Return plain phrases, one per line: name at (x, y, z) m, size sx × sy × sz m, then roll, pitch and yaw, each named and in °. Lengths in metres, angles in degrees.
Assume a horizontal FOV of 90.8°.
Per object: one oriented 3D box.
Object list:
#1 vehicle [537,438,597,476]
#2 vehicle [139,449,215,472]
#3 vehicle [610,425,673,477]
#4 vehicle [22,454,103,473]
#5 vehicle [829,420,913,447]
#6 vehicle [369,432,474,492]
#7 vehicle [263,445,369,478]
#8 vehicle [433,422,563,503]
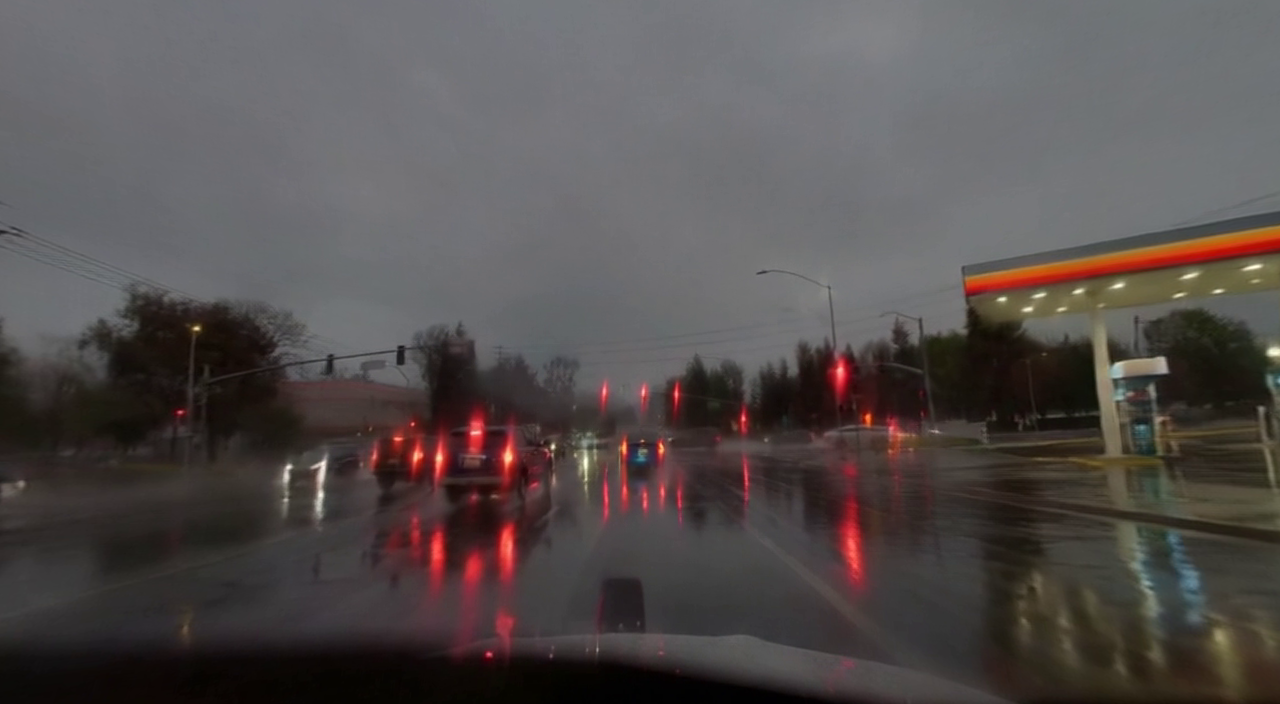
vehicle at (-2.929, 4.318, 26.147) m, size 1.881 × 1.424 × 4.098 m, roll 0°, pitch -9°, yaw 2°
vehicle at (-36.296, 8.517, 49.612) m, size 4.661 × 1.456 × 1.817 m, roll -3°, pitch -7°, yaw 2°
vehicle at (0.089, 3.872, 24.877) m, size 2.224 × 1.819 × 5.005 m, roll 0°, pitch -8°, yaw 1°
vehicle at (-45.636, 8.780, 49.974) m, size 4.577 × 1.445 × 1.856 m, roll 0°, pitch -8°, yaw 2°
vehicle at (18.189, 6.456, 49.784) m, size 5.782 × 1.950 × 2.225 m, roll -5°, pitch -10°, yaw 30°
vehicle at (-6.407, 3.270, 19.005) m, size 1.790 × 1.605 × 3.696 m, roll 0°, pitch -9°, yaw 0°
vehicle at (-17.176, 5.818, 33.966) m, size 2.299 × 1.616 × 5.765 m, roll -1°, pitch -9°, yaw 5°
vehicle at (-3.310, 2.692, 15.685) m, size 2.096 × 1.718 × 4.266 m, roll 0°, pitch -9°, yaw 2°
